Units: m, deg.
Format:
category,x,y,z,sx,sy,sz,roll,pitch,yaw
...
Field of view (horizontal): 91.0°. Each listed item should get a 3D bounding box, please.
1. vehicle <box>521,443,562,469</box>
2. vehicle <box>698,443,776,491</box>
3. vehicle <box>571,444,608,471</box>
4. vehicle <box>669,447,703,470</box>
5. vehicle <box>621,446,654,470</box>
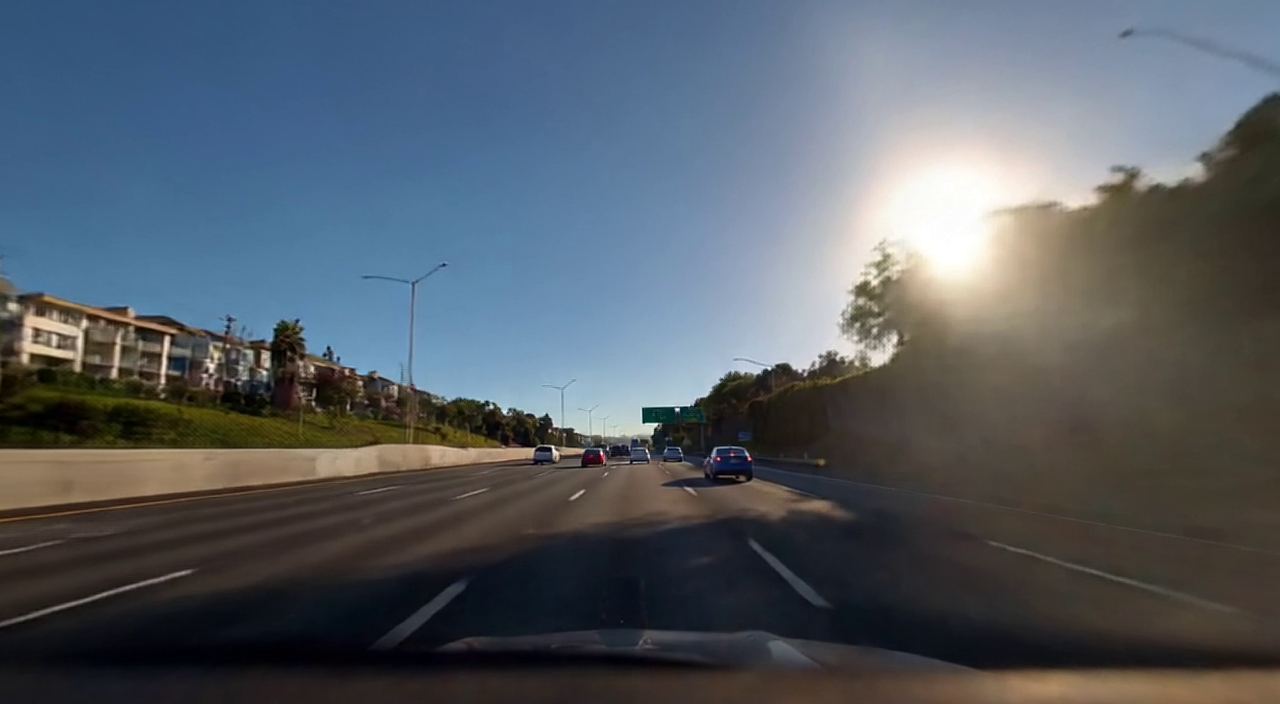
category,x,y,z,sx,sy,sz,roll,pitch,yaw
vehicle,-6.811,7.269,44.089,2.112,1.721,4.381,0,-9,0
vehicle,3.389,4.113,22.870,2.077,1.527,4.553,0,-9,-1
vehicle,-3.253,6.898,41.489,2.091,1.664,4.157,0,-9,0
vehicle,3.220,7.526,44.629,2.036,1.517,4.256,0,-9,0
vehicle,-0.136,7.274,43.438,2.166,1.496,4.158,0,-9,0
